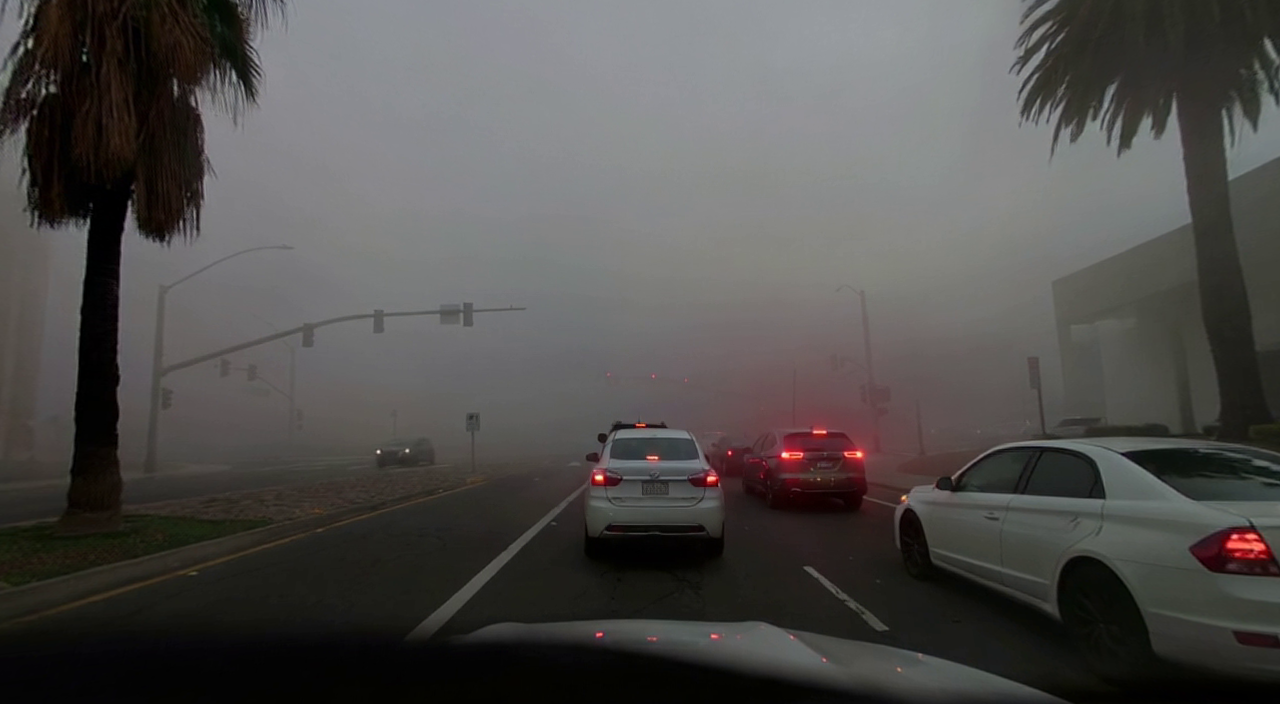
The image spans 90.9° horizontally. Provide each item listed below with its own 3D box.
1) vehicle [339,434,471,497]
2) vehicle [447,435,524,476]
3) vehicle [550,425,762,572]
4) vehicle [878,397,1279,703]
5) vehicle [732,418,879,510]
[{"bbox_3d":[-6.263,3.057,17.379,1.900,1.487,4.165,0,-8,2],"label":"vehicle"},{"bbox_3d":[-6.059,4.103,25.223,1.822,1.456,4.396,-1,-8,2],"label":"vehicle"},{"bbox_3d":[0.174,1.787,8.460,2.140,1.474,4.026,0,-8,0],"label":"vehicle"},{"bbox_3d":[3.545,1.218,4.475,1.910,1.490,4.661,0,-8,1],"label":"vehicle"},{"bbox_3d":[3.498,2.466,14.302,2.169,1.751,4.276,0,-8,0],"label":"vehicle"}]
